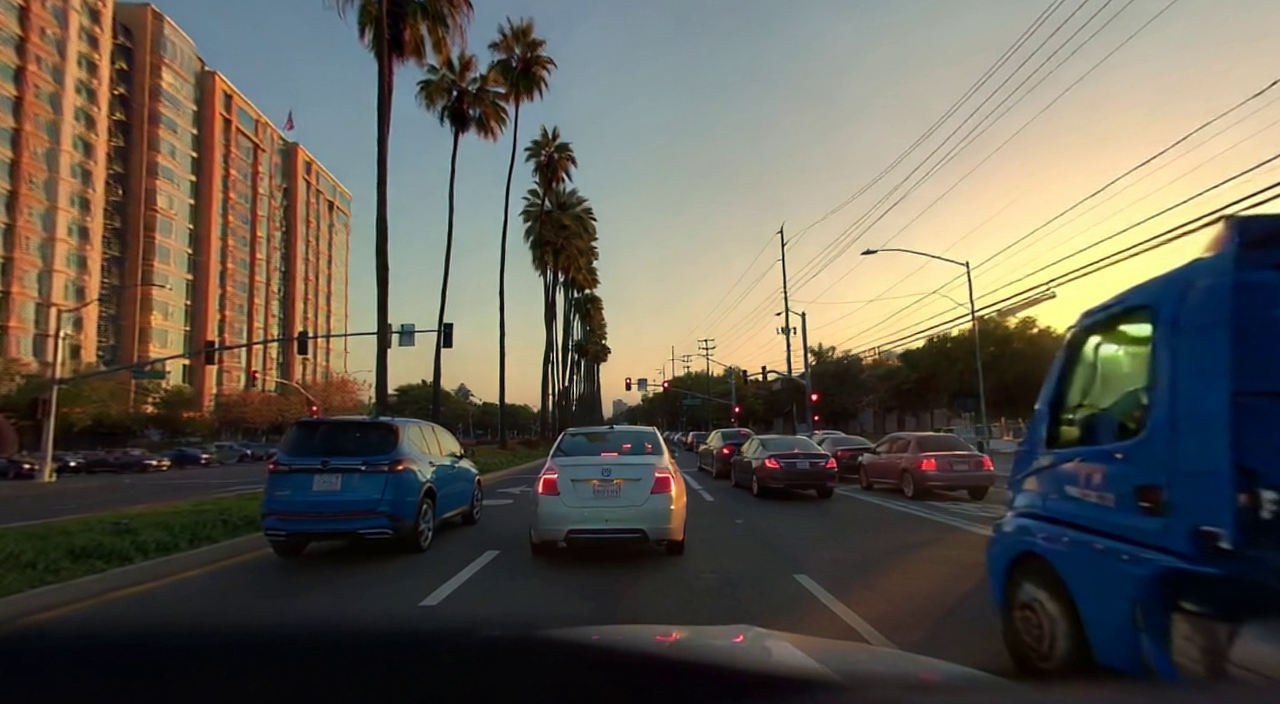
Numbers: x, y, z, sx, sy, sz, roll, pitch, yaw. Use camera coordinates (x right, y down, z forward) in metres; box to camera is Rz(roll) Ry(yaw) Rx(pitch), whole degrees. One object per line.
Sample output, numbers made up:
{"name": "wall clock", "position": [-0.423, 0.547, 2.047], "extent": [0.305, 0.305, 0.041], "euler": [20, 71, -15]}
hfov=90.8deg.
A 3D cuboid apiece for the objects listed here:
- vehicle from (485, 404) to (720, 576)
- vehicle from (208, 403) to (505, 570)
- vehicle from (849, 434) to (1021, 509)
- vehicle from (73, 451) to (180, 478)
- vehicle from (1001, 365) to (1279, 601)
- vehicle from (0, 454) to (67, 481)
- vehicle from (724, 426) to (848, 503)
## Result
{"name": "vehicle", "position": [-0.414, 1.670, 8.394], "extent": [2.302, 1.681, 4.217], "euler": [0, -8, -1]}
{"name": "vehicle", "position": [-3.535, 1.771, 9.076], "extent": [2.136, 1.779, 4.417], "euler": [0, -8, 1]}
{"name": "vehicle", "position": [6.500, 2.663, 14.575], "extent": [1.764, 1.451, 4.300], "euler": [0, -8, -2]}
{"name": "vehicle", "position": [-35.727, 7.857, 44.112], "extent": [5.422, 1.765, 1.937], "euler": [1, -9, -8]}
{"name": "vehicle", "position": [6.479, 1.306, 6.659], "extent": [2.130, 1.979, 5.310], "euler": [0, -9, -1]}
{"name": "vehicle", "position": [-42.512, 7.840, 42.902], "extent": [4.867, 1.689, 1.971], "euler": [1, -9, -9]}
{"name": "vehicle", "position": [3.331, 2.657, 15.311], "extent": [1.975, 1.598, 4.025], "euler": [0, -8, -1]}
